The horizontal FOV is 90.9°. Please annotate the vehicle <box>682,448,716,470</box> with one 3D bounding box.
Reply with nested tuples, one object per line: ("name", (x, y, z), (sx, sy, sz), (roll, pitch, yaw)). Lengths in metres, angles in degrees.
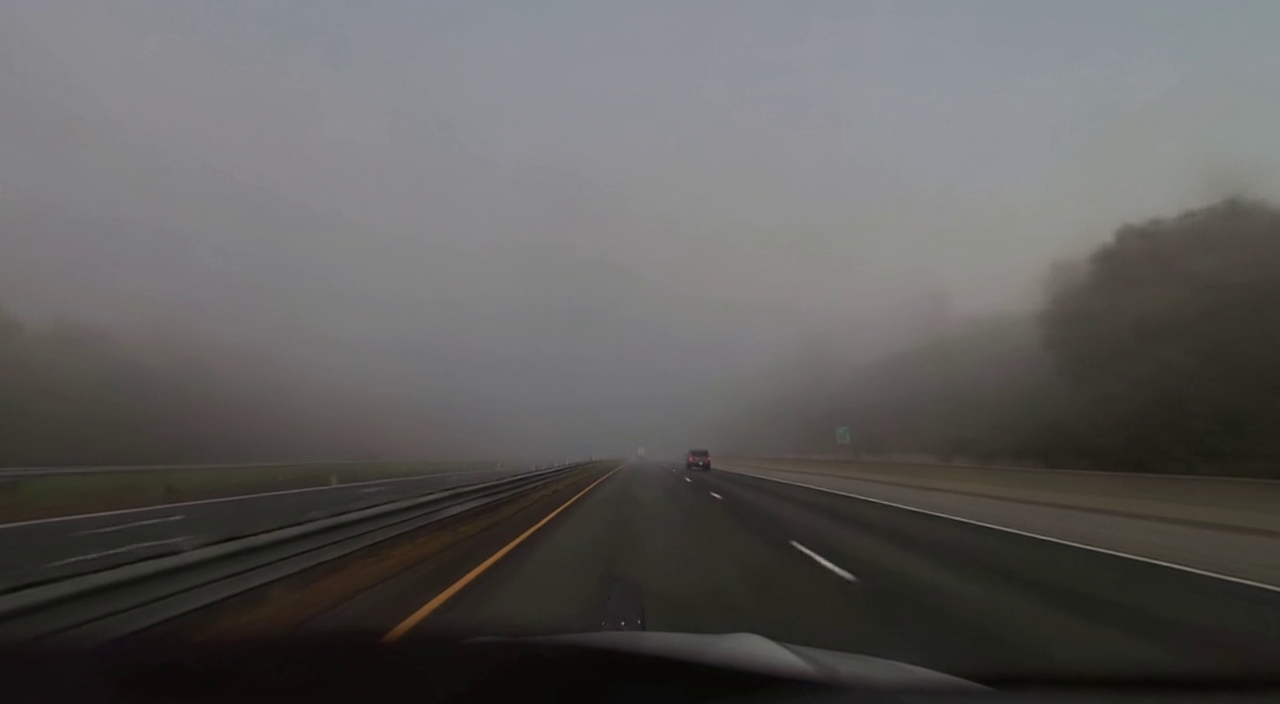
("vehicle", (4.231, 7.755, 45.801), (1.984, 1.481, 4.376), (0, -9, 0))
